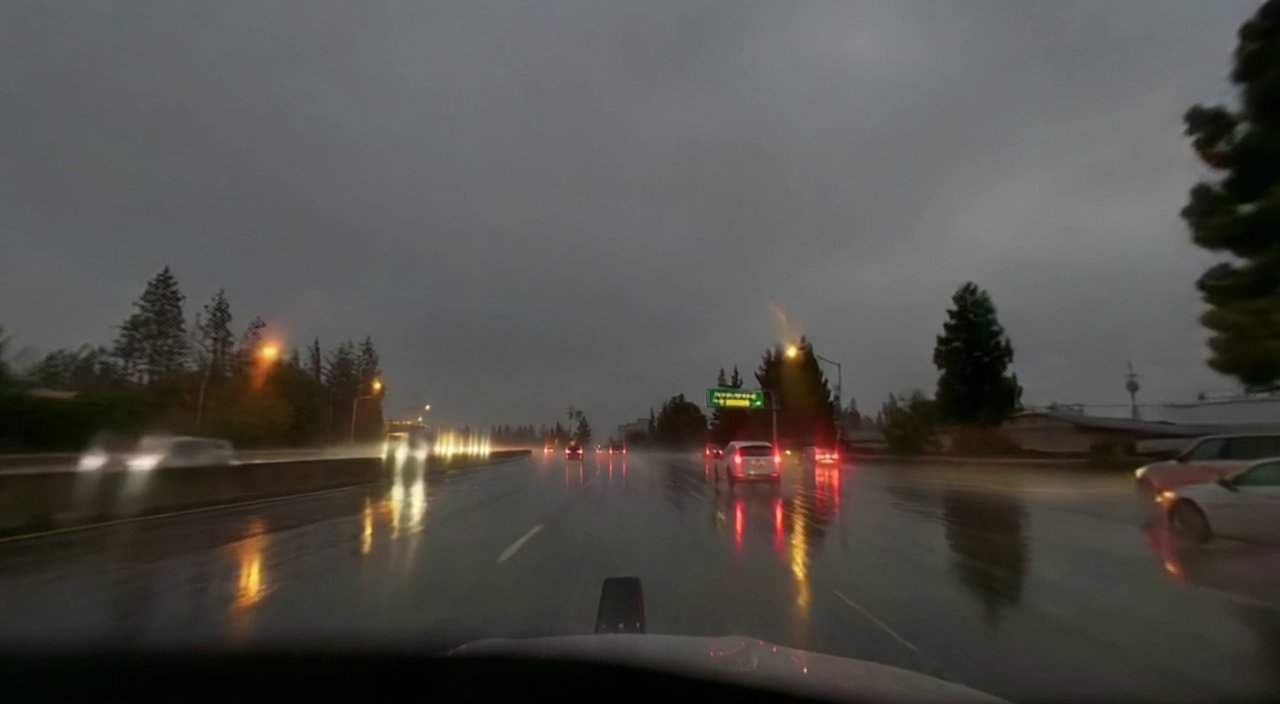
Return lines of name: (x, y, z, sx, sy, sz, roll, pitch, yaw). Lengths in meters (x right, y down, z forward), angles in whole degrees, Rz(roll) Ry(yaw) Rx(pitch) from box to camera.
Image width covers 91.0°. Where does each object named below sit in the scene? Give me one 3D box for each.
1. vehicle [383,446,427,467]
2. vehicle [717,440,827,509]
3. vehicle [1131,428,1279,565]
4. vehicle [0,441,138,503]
vehicle: (-18.072, 8.053, 48.670, 1.861, 1.545, 4.299, 1, -9, -2)
vehicle: (3.297, 3.157, 16.579, 1.975, 1.562, 3.823, 0, -9, -1)
vehicle: (8.685, 1.713, 7.402, 1.909, 1.634, 4.739, 0, -9, -1)
vehicle: (-16.840, 3.309, 17.646, 1.921, 1.515, 4.417, 0, -9, -1)
